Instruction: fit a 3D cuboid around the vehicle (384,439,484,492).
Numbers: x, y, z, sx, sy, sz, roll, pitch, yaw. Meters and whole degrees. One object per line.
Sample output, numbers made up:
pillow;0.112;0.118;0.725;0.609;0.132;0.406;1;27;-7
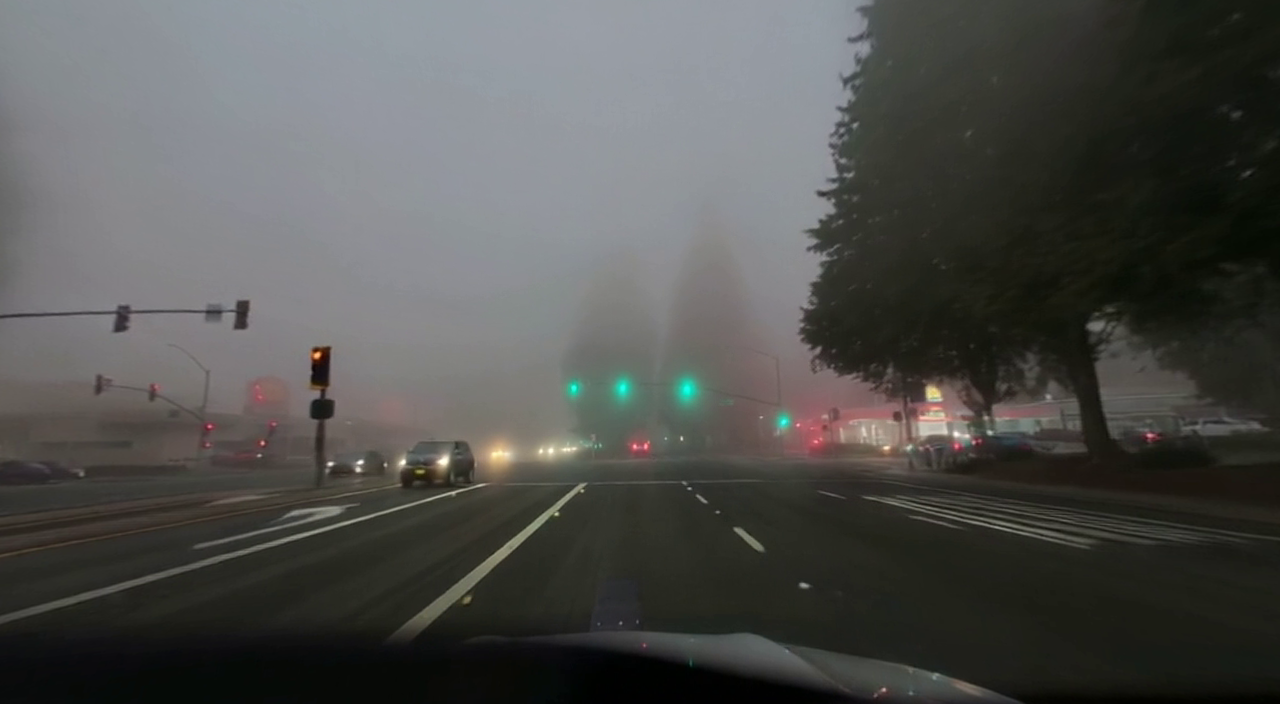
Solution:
vehicle;-6.671;3.697;20.987;1.898;1.539;4.314;0;-8;-1

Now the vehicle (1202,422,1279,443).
vehicle;47.784;6.380;49.923;1.857;1.525;5.259;0;-9;-1

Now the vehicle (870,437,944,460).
vehicle;18.229;6.629;43.355;4.533;1.485;1.916;-3;-9;19

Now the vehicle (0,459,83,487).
vehicle;-39.561;7.797;40.744;4.941;1.654;1.967;2;-8;-13

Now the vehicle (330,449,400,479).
vehicle;-14.935;6.069;34.562;1.843;1.447;4.419;0;-8;0
